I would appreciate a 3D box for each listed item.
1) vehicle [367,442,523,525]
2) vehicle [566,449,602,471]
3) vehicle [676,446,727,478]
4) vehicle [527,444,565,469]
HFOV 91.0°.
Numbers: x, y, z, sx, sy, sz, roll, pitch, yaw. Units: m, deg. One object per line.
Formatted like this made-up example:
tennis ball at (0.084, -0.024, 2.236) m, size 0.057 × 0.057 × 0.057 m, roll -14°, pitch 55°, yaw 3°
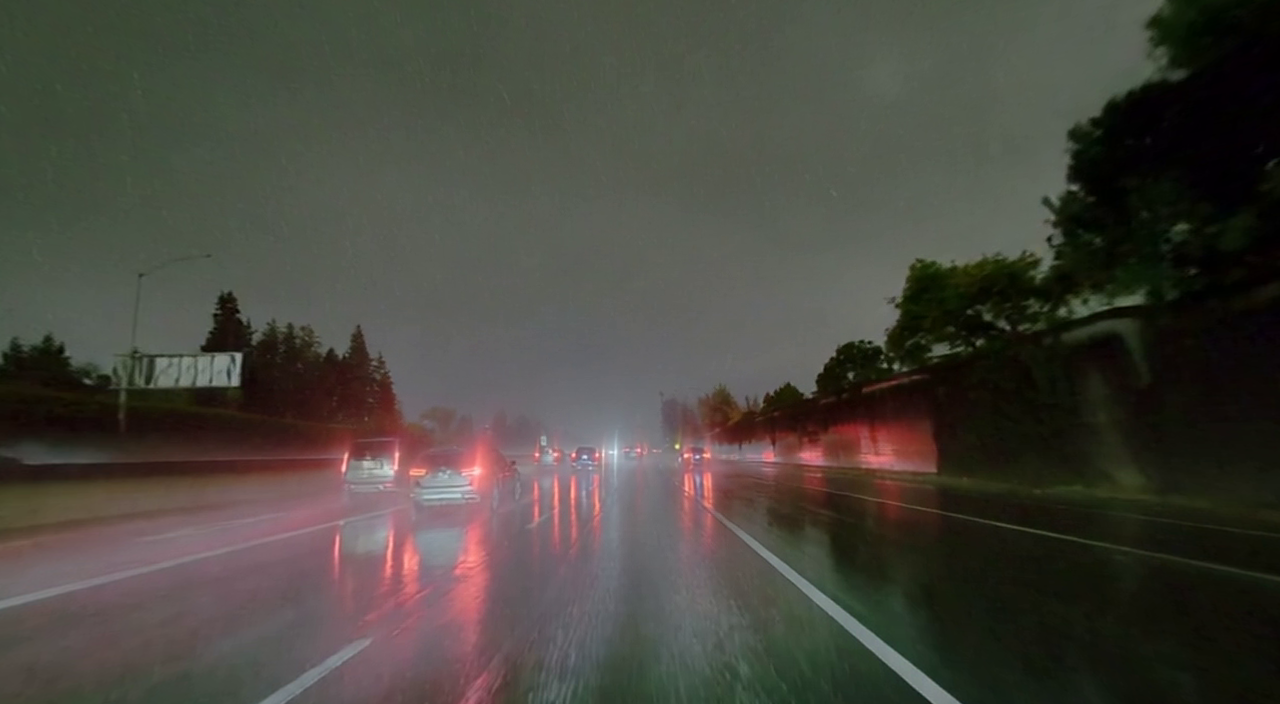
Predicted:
vehicle at (-3.997, 2.759, 13.823) m, size 1.988 × 1.506 × 4.416 m, roll 0°, pitch -9°, yaw 0°
vehicle at (-3.823, 7.473, 43.708) m, size 2.071 × 1.478 × 4.130 m, roll 0°, pitch -9°, yaw 0°
vehicle at (3.110, 5.685, 32.726) m, size 2.141 × 1.507 × 4.510 m, roll 0°, pitch -9°, yaw 0°
vehicle at (-6.937, 7.781, 46.992) m, size 2.111 × 1.811 × 4.391 m, roll 0°, pitch -9°, yaw 1°
